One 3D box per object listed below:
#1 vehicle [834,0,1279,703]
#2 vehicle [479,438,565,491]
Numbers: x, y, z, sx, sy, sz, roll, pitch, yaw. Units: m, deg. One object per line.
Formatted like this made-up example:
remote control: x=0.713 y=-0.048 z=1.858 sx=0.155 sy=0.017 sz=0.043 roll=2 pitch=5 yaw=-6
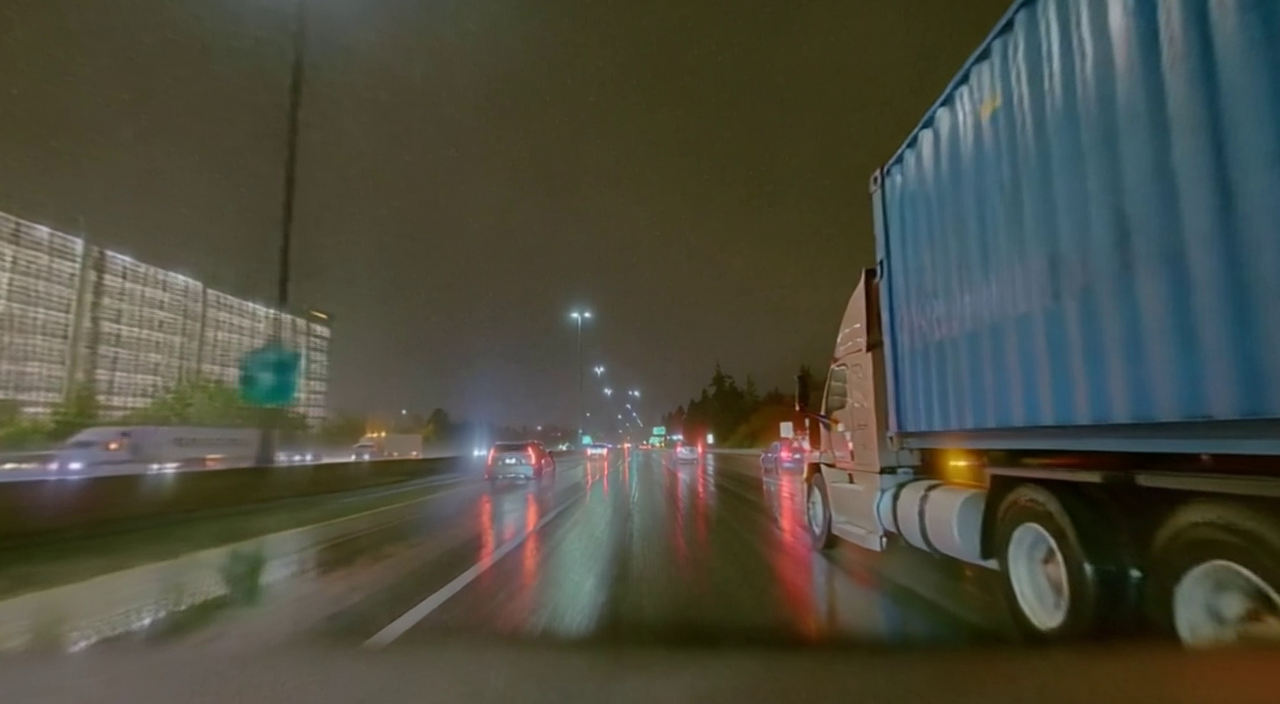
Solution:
vehicle: x=3.665 y=0.012 z=3.814 sx=3.089 sy=3.779 sz=6.420 roll=0 pitch=-9 yaw=2
vehicle: x=-3.703 y=3.597 z=20.493 sx=1.954 sy=1.528 sz=4.010 roll=0 pitch=-9 yaw=1
